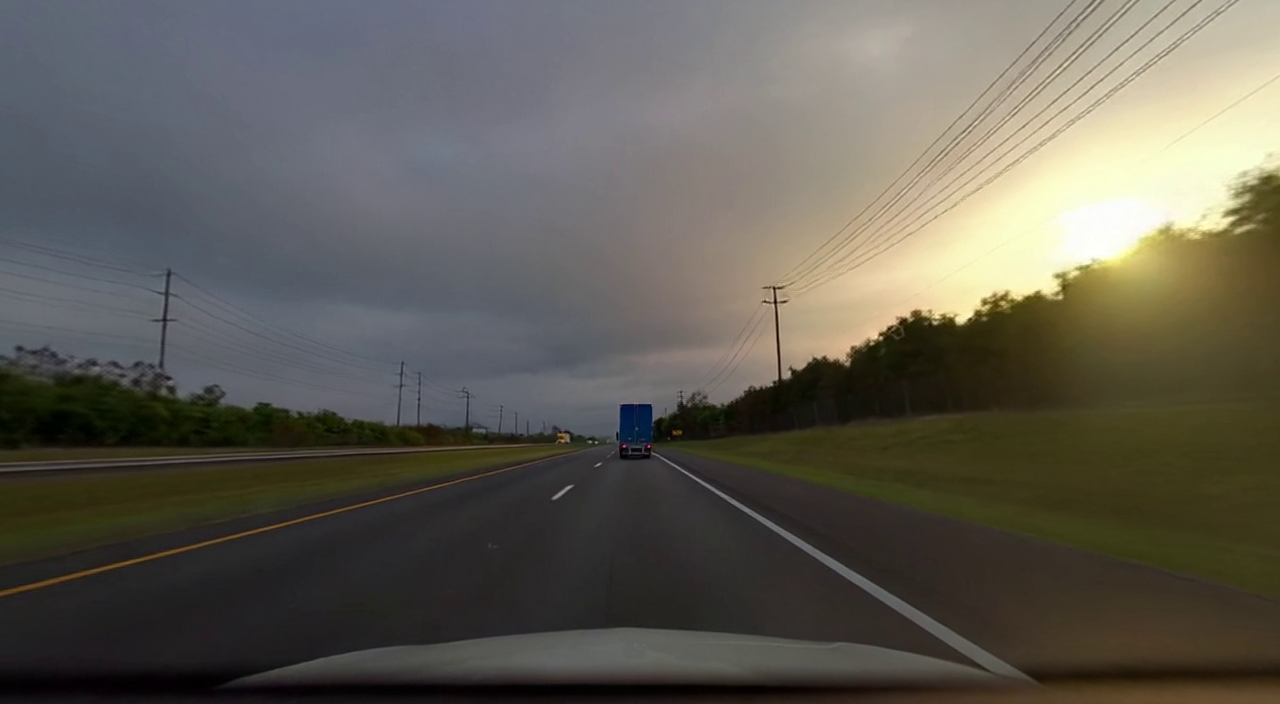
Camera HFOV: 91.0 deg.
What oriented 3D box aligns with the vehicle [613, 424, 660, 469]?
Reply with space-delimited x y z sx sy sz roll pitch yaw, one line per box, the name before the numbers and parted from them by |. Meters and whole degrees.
vehicle | -0.263 4.885 32.753 2.240 2.129 4.480 0 -8 -2
